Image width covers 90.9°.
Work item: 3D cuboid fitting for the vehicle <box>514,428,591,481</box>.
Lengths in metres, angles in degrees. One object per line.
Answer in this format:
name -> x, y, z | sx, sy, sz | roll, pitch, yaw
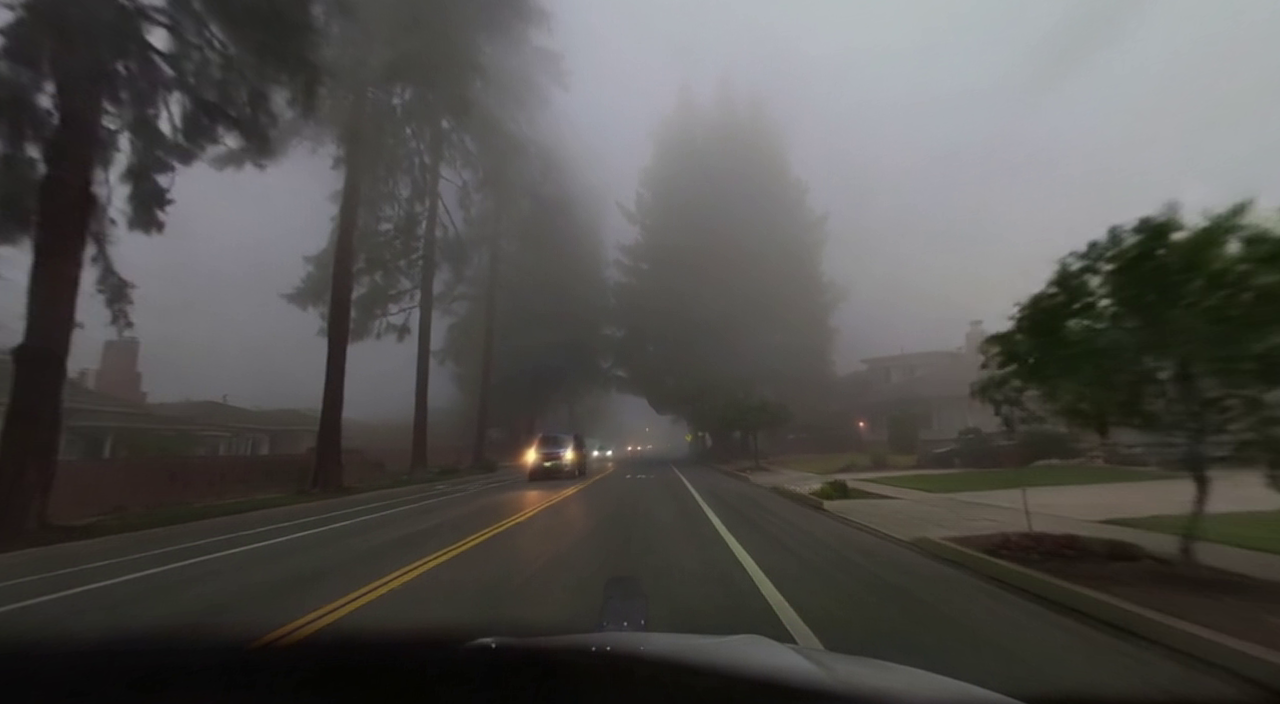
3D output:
vehicle -> -3.689, 4.498, 27.937 | 2.417, 2.088, 5.780 | 0, -9, 2
